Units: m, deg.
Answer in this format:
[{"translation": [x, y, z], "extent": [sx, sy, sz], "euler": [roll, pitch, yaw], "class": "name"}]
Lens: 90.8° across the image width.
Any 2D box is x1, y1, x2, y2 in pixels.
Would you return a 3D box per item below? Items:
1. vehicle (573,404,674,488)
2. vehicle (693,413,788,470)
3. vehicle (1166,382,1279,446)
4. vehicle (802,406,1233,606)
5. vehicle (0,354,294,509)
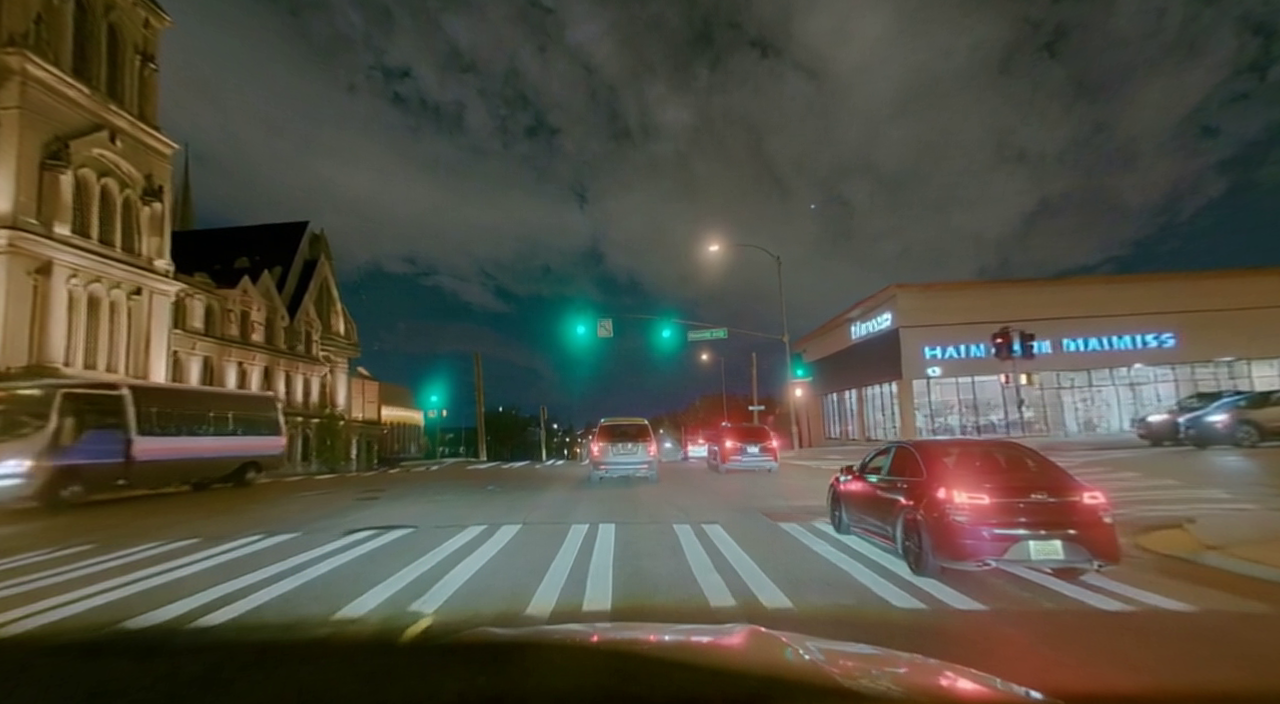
[{"translation": [-0.488, 2.323, 15.711], "extent": [2.168, 1.776, 4.135], "euler": [0, -8, -4], "class": "vehicle"}, {"translation": [2.824, 2.644, 18.719], "extent": [1.890, 1.491, 4.166], "euler": [0, -8, -4], "class": "vehicle"}, {"translation": [17.052, 1.694, 16.809], "extent": [4.255, 1.590, 1.999], "euler": [0, -8, 0], "class": "vehicle"}, {"translation": [3.426, 1.471, 7.023], "extent": [1.883, 1.472, 4.471], "euler": [0, -8, -2], "class": "vehicle"}, {"translation": [-14.905, 2.543, 19.791], "extent": [3.126, 3.773, 8.662], "euler": [0, -8, 0], "class": "vehicle"}]
